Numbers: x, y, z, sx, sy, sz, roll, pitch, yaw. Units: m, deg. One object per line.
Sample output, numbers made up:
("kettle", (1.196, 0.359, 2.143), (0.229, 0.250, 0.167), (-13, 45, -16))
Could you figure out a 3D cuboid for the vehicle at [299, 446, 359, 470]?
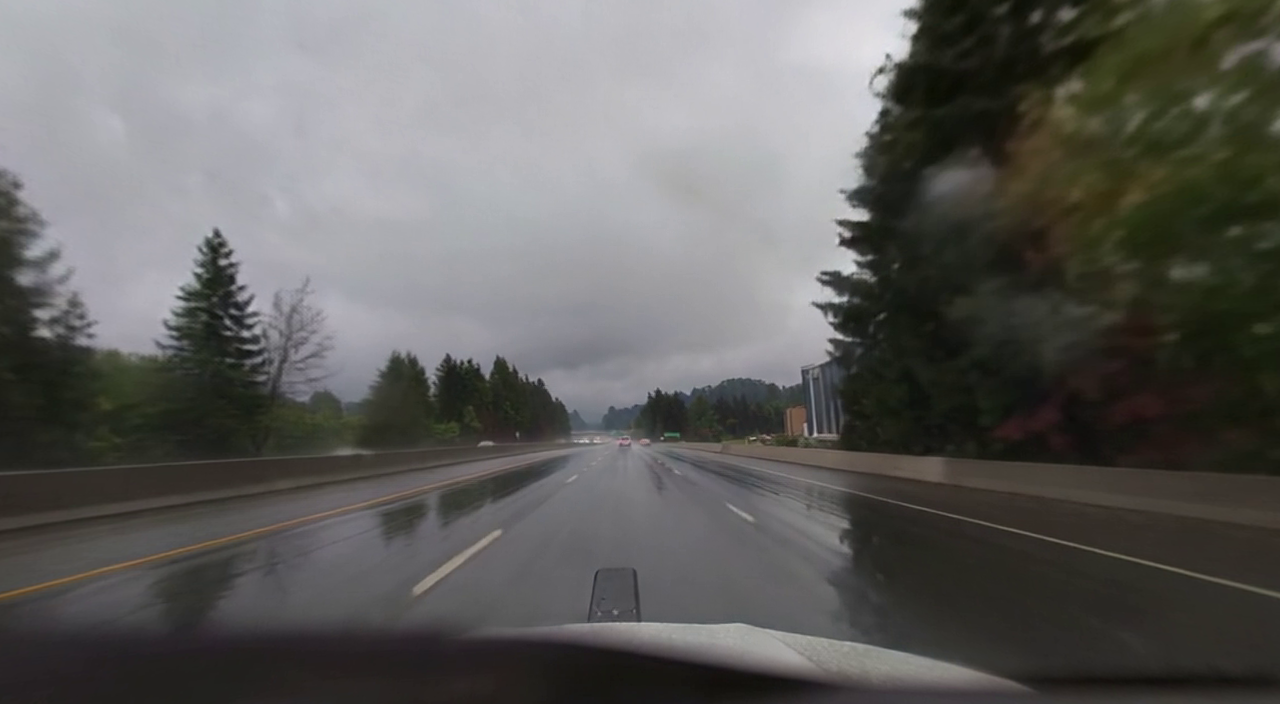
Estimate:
("vehicle", (-20.586, 7.000, 41.861), (1.957, 1.464, 4.090), (0, -8, -1))
